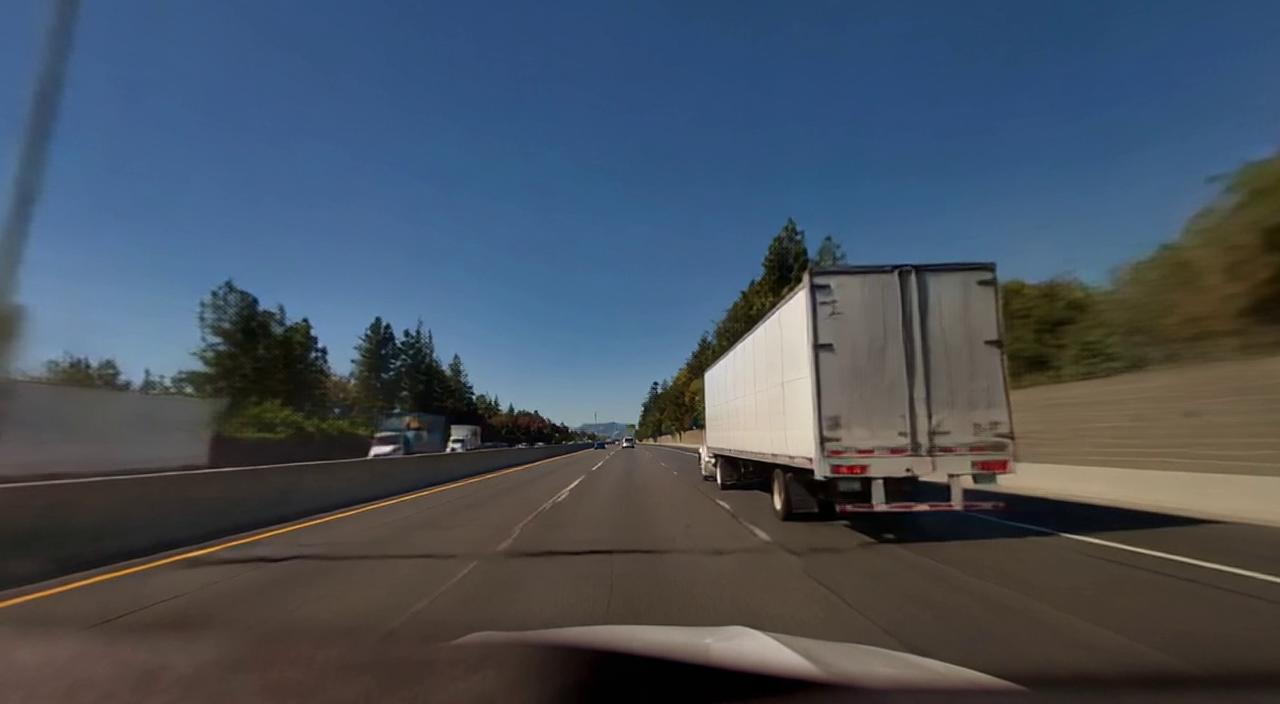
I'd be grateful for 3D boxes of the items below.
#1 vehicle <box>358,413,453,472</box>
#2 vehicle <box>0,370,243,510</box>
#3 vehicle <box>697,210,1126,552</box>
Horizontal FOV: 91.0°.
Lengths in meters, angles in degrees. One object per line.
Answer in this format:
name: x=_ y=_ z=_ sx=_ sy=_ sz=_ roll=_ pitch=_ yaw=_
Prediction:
vehicle: x=-15.996 y=6.265 z=43.900 sx=3.185 sy=3.633 sz=9.159 roll=0 pitch=-8 yaw=-1
vehicle: x=-19.742 y=3.100 z=22.059 sx=2.868 sy=3.944 sz=13.594 roll=-1 pitch=-8 yaw=0
vehicle: x=3.905 y=1.253 z=14.804 sx=3.489 sy=4.211 sz=14.193 roll=0 pitch=-8 yaw=-1
